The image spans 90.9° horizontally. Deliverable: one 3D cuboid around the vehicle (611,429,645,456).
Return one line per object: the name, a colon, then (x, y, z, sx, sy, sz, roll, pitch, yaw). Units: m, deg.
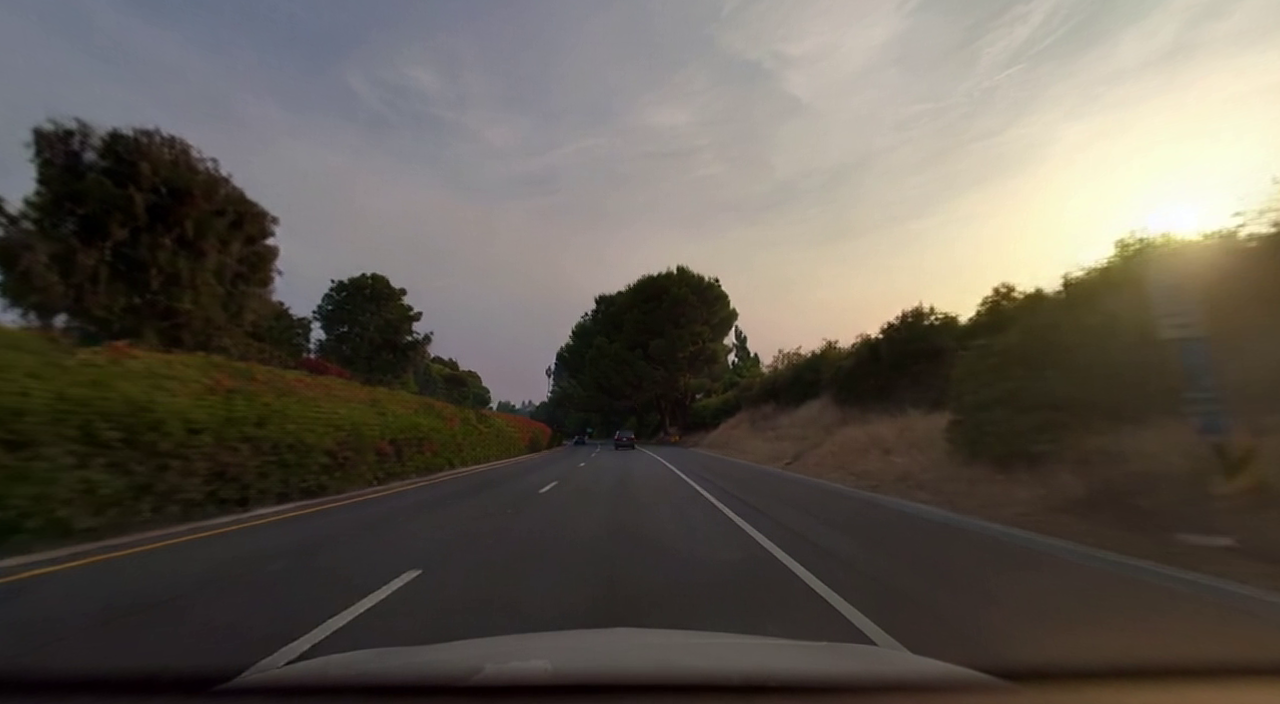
vehicle: (-0.804, 5.798, 40.382, 2.041, 1.618, 3.898, 0, -8, -3)
